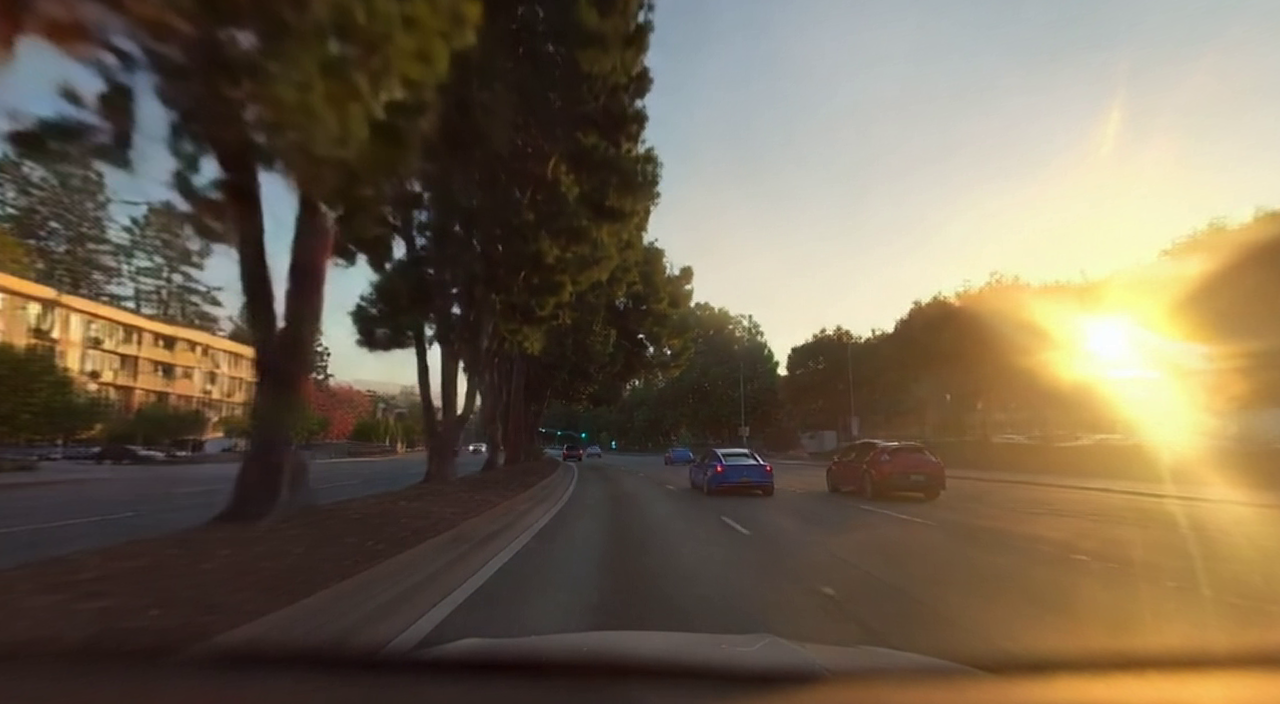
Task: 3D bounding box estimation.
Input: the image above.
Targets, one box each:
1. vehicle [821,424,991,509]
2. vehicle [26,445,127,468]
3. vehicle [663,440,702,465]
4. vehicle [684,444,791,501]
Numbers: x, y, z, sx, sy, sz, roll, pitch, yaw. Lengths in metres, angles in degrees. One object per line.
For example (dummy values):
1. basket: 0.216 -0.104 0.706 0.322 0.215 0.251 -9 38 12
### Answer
1. vehicle: 6.123 2.684 15.257 1.987 1.730 4.373 0 -8 -3
2. vehicle: -37.608 6.981 42.271 4.708 1.480 1.935 1 -9 -6
3. vehicle: 2.969 7.125 44.837 1.931 1.685 4.054 1 -9 -9
4. vehicle: 2.517 3.241 17.540 1.990 1.347 4.388 0 -8 -4
